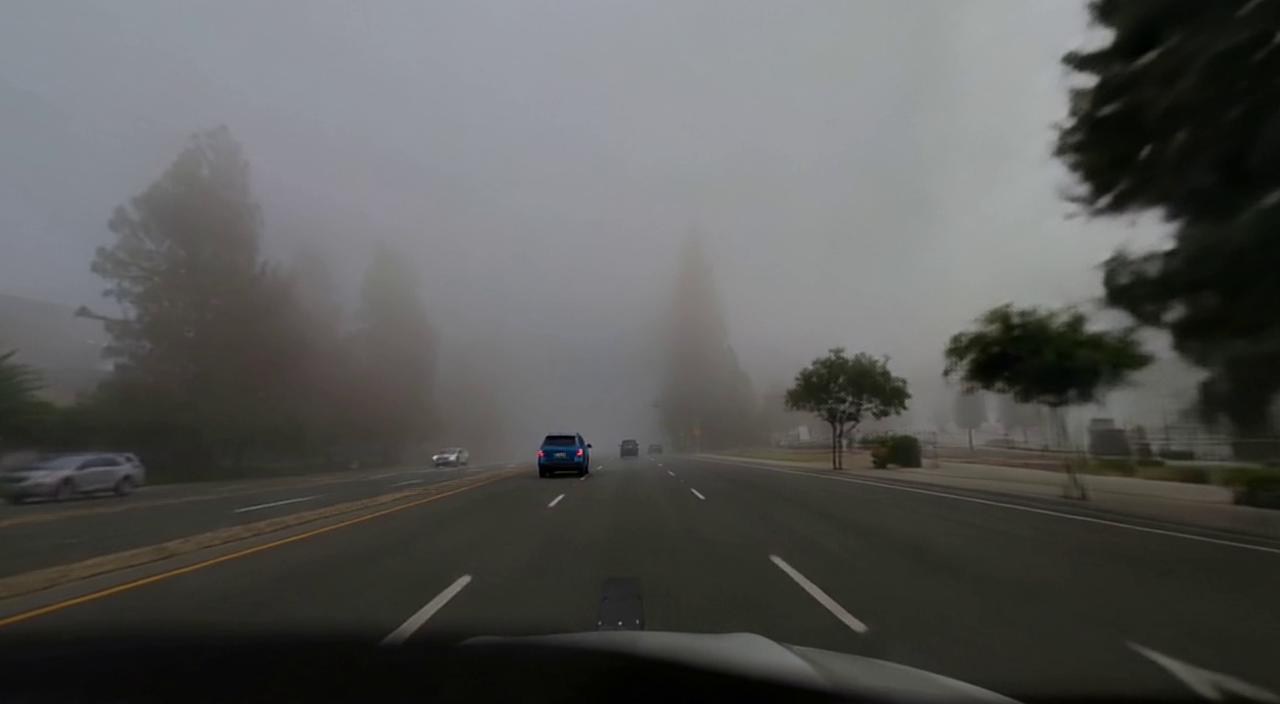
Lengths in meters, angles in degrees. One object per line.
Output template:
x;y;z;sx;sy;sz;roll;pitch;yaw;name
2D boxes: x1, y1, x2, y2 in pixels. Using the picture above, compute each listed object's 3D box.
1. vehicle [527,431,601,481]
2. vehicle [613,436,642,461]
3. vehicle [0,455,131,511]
-2.767;3.939;24.074;2.174;1.703;4.231;-1;-9;2;vehicle
-0.954;7.369;48.099;2.077;1.773;4.257;0;-9;-1;vehicle
-19.743;4.314;21.198;1.902;1.625;4.095;0;-9;-1;vehicle
